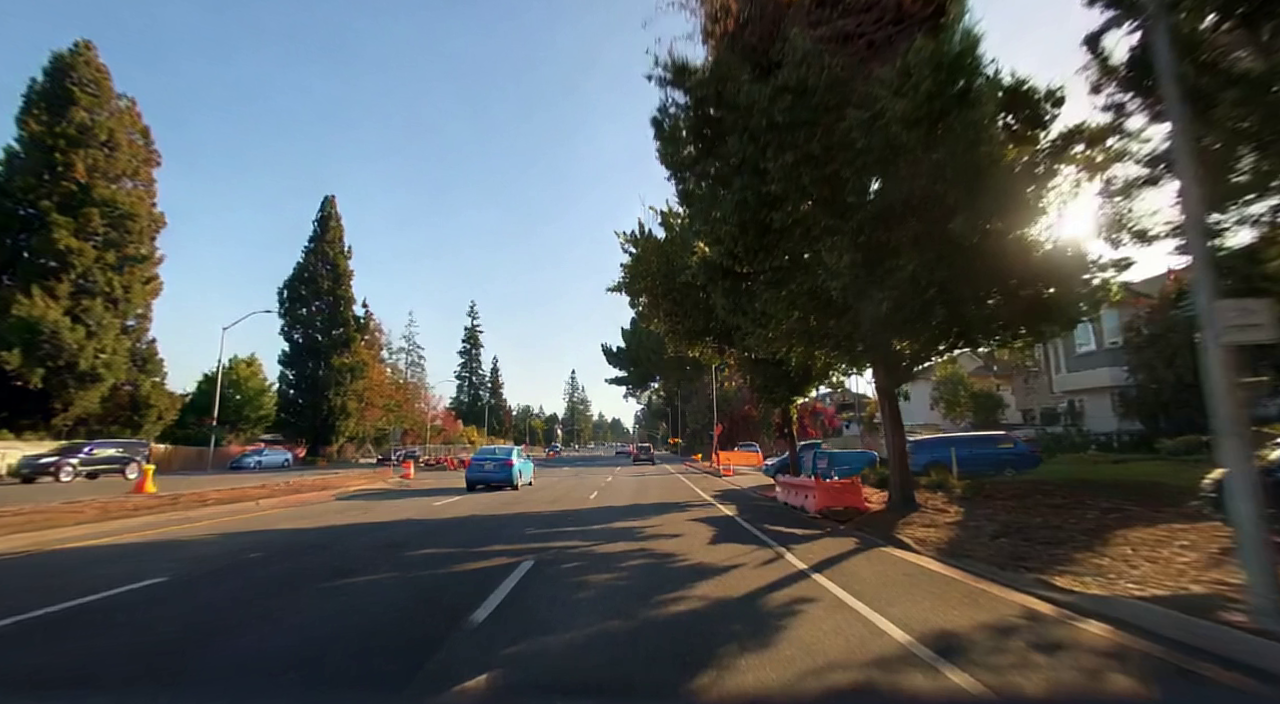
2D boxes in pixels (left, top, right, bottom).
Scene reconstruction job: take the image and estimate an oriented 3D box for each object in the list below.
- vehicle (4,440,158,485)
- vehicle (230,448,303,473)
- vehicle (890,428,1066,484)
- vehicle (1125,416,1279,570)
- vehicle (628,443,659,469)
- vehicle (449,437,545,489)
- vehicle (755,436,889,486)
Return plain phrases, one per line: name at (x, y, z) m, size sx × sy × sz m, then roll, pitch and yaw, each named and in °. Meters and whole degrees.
vehicle at (-24.886, 4.905, 28.360) m, size 2.068 × 1.807 × 5.118 m, roll 0°, pitch -9°, yaw 2°
vehicle at (-24.634, 7.146, 41.744) m, size 1.906 × 1.525 × 4.709 m, roll 0°, pitch -9°, yaw 1°
vehicle at (11.738, 3.645, 22.207) m, size 4.936 × 1.813 × 2.158 m, roll 0°, pitch -9°, yaw 4°
vehicle at (8.451, 1.522, 7.028) m, size 4.366 × 1.485 × 2.026 m, roll 0°, pitch -9°, yaw -1°
vehicle at (0.222, 7.437, 45.136) m, size 2.135 × 1.711 × 4.124 m, roll 0°, pitch -9°, yaw 0°
vehicle at (-4.950, 3.928, 22.626) m, size 2.198 × 1.663 × 4.519 m, roll 0°, pitch -9°, yaw 3°
vehicle at (6.719, 4.056, 23.713) m, size 4.447 × 1.754 × 2.182 m, roll -1°, pitch -9°, yaw 5°
